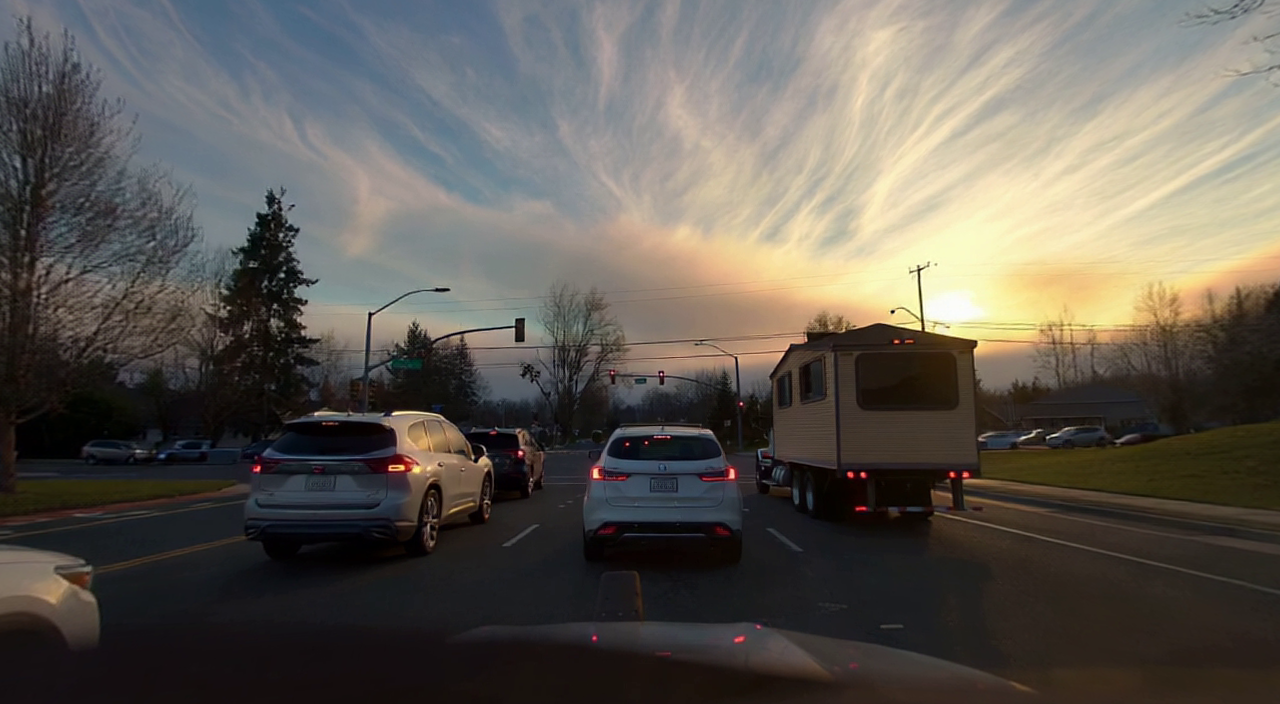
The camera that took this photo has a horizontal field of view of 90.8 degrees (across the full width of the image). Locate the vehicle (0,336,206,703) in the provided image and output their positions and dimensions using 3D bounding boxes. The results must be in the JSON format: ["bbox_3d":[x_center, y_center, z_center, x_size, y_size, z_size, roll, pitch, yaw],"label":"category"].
[{"bbox_3d":[-3.431,0.669,1.463,1.952,1.730,4.116,0,-9,-1],"label":"vehicle"}]

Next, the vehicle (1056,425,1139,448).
[{"bbox_3d":[33.124,6.160,45.902,4.671,1.595,1.824,-5,-10,31],"label":"vehicle"}]

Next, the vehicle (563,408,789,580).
[{"bbox_3d":[0.349,1.698,8.304,2.189,1.649,4.171,0,-9,0],"label":"vehicle"}]

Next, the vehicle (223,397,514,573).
[{"bbox_3d":[-3.273,1.714,8.839,2.085,1.812,4.388,0,-9,0],"label":"vehicle"}]

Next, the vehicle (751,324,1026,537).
[{"bbox_3d":[3.674,1.408,11.009,2.531,2.750,5.595,0,-8,1],"label":"vehicle"}]
